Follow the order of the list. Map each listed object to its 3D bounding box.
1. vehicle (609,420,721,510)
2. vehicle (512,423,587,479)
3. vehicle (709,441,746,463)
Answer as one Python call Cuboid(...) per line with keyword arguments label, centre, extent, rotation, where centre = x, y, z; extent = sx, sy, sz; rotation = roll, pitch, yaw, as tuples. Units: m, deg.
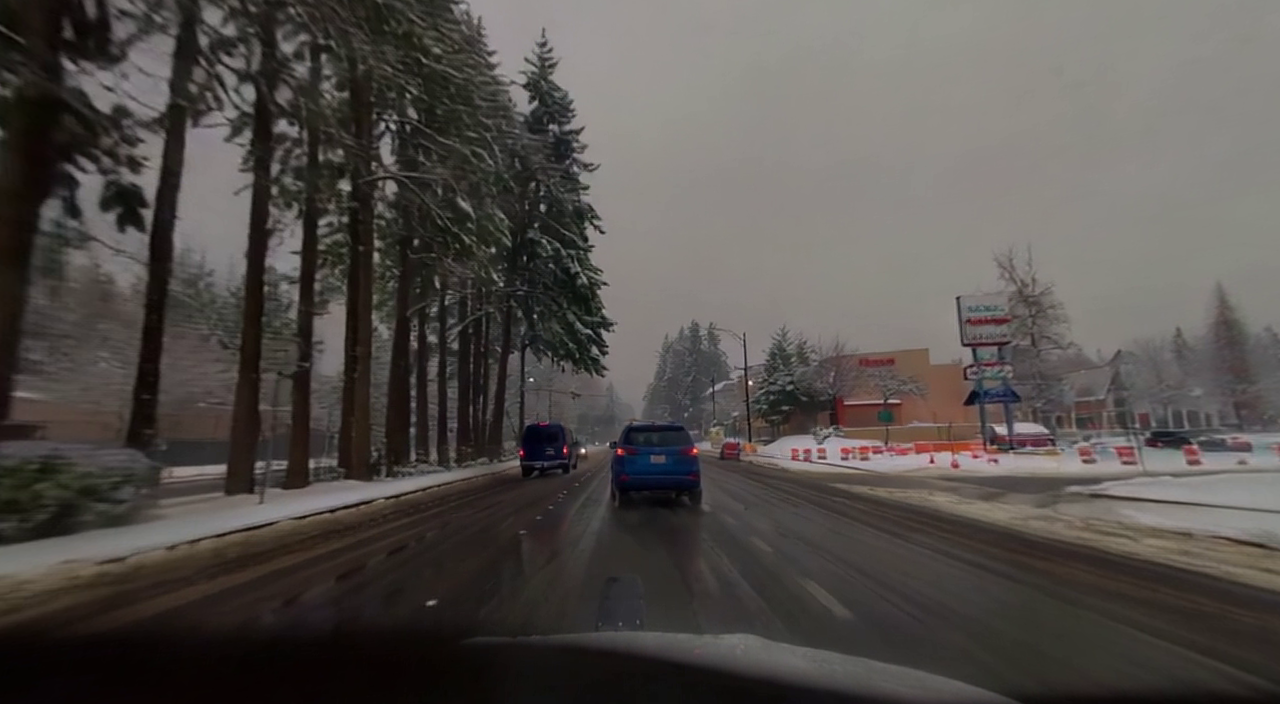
Cuboid(label="vehicle", centre=(0.382, 2.499, 14.371), extent=(2.168, 1.725, 4.192), rotation=(0, -8, -3))
Cuboid(label="vehicle", centre=(-3.608, 4.112, 26.456), extent=(2.357, 2.063, 5.488), rotation=(0, -8, 0))
Cuboid(label="vehicle", centre=(6.462, 7.465, 47.275), extent=(2.076, 1.535, 4.460), rotation=(0, -9, -1))
